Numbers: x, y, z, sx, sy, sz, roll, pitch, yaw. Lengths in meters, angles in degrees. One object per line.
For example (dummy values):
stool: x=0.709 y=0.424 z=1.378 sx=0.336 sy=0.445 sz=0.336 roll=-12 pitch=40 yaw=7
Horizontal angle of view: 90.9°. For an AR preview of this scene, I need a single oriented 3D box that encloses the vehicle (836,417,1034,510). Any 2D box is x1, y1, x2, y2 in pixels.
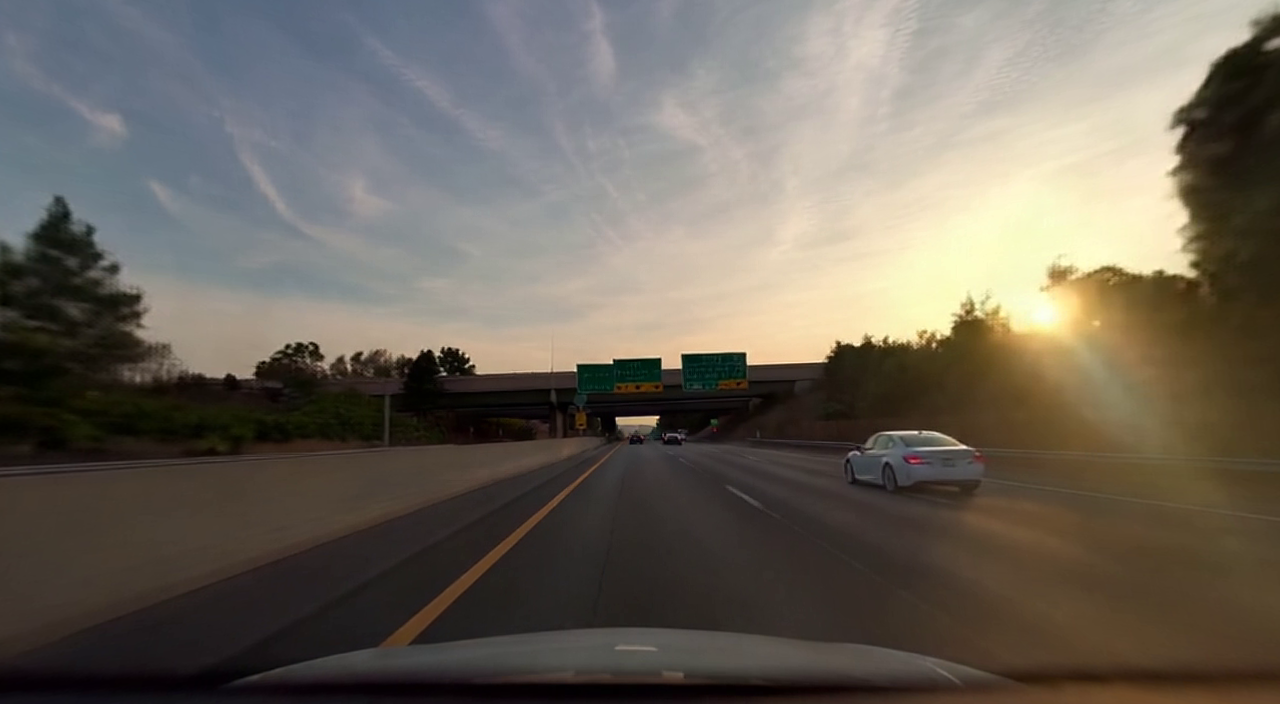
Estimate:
vehicle: x=5.726 y=2.194 z=12.929 sx=1.940 sy=1.578 sz=4.122 roll=0 pitch=-8 yaw=-2
